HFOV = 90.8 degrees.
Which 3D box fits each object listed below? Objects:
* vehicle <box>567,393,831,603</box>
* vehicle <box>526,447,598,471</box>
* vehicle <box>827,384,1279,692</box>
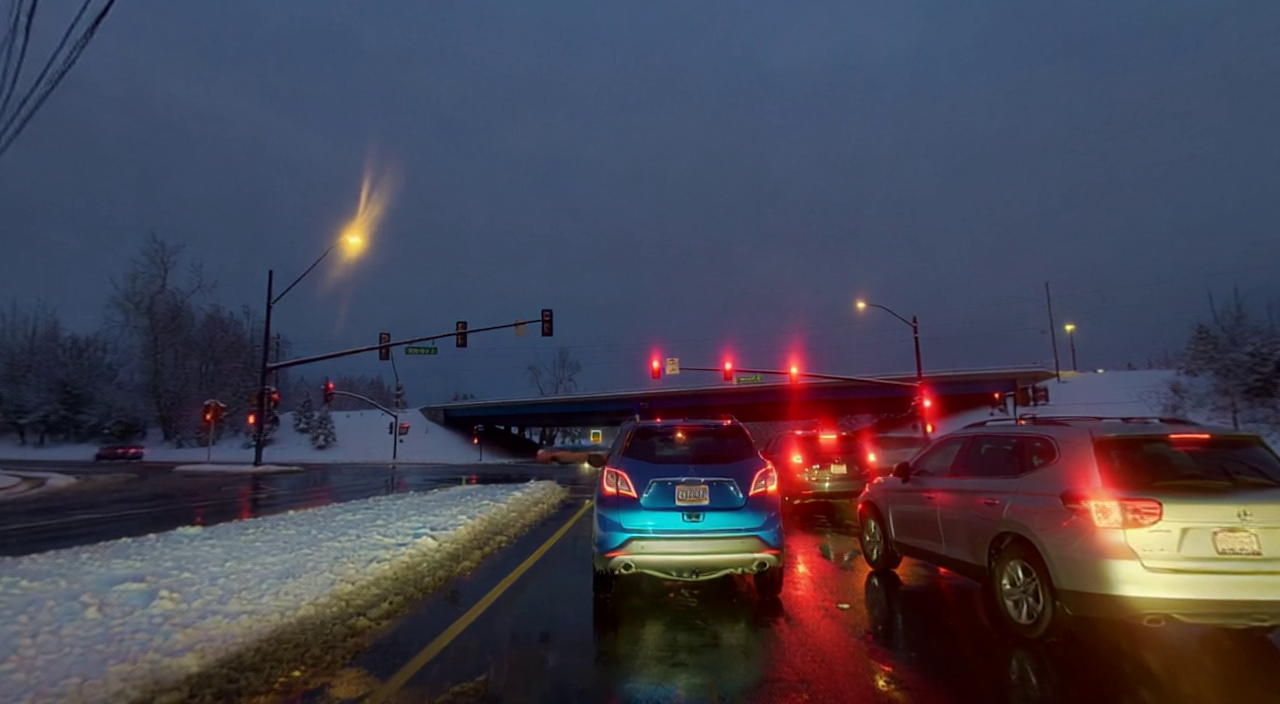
[{"bbox_3d":[0.448,1.561,7.624,2.240,1.778,4.335,0,-8,-1],"label":"vehicle"},{"bbox_3d":[-4.992,6.777,40.191,4.411,1.466,1.998,2,-9,-11],"label":"vehicle"},{"bbox_3d":[3.405,1.341,5.786,1.990,1.649,4.625,0,-8,0],"label":"vehicle"}]
